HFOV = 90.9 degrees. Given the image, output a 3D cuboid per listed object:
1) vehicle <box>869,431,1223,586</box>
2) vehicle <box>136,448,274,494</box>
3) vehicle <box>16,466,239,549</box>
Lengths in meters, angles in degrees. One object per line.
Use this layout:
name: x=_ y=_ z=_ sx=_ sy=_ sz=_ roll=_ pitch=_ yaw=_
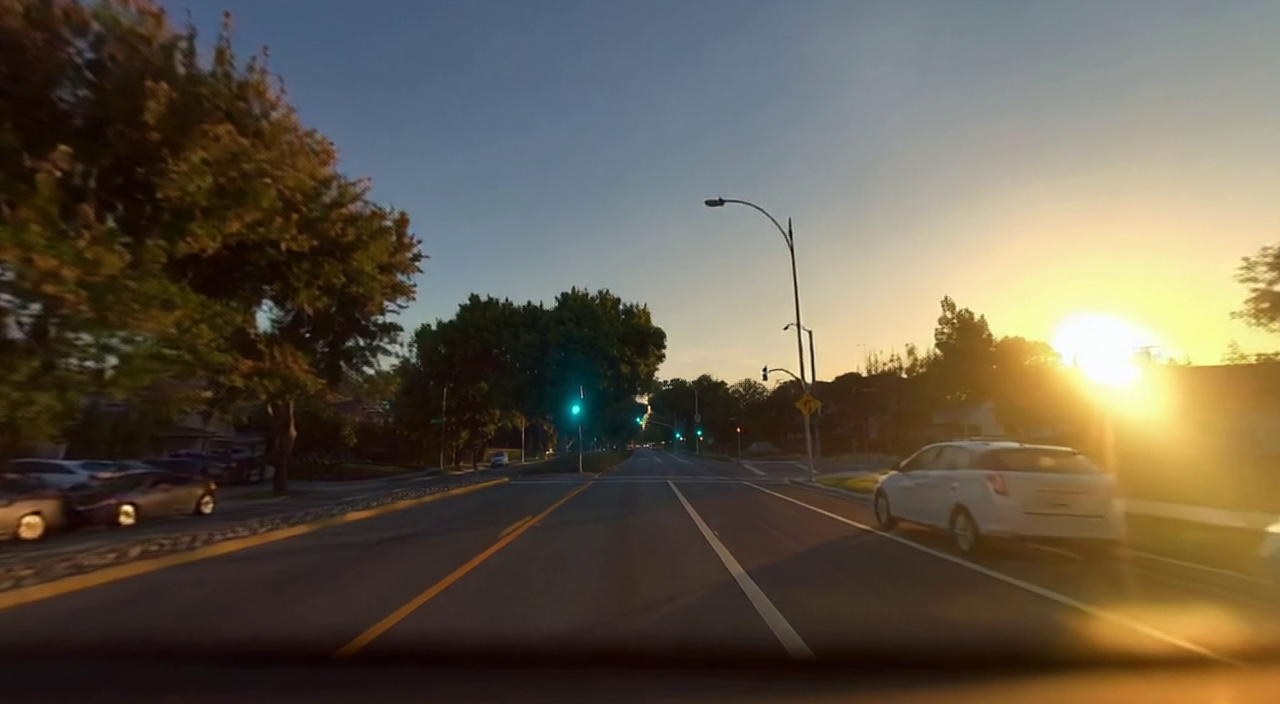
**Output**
vehicle: x=4.862 y=1.888 z=8.538 sx=1.915 sy=1.521 sz=4.375 roll=0 pitch=-8 yaw=1
vehicle: x=-20.766 y=5.689 z=30.279 sx=5.039 sy=2.037 sz=2.093 roll=-1 pitch=-8 yaw=1
vehicle: x=-12.504 y=3.774 z=15.882 sx=1.851 sy=1.472 sz=4.532 roll=-2 pitch=-7 yaw=0
